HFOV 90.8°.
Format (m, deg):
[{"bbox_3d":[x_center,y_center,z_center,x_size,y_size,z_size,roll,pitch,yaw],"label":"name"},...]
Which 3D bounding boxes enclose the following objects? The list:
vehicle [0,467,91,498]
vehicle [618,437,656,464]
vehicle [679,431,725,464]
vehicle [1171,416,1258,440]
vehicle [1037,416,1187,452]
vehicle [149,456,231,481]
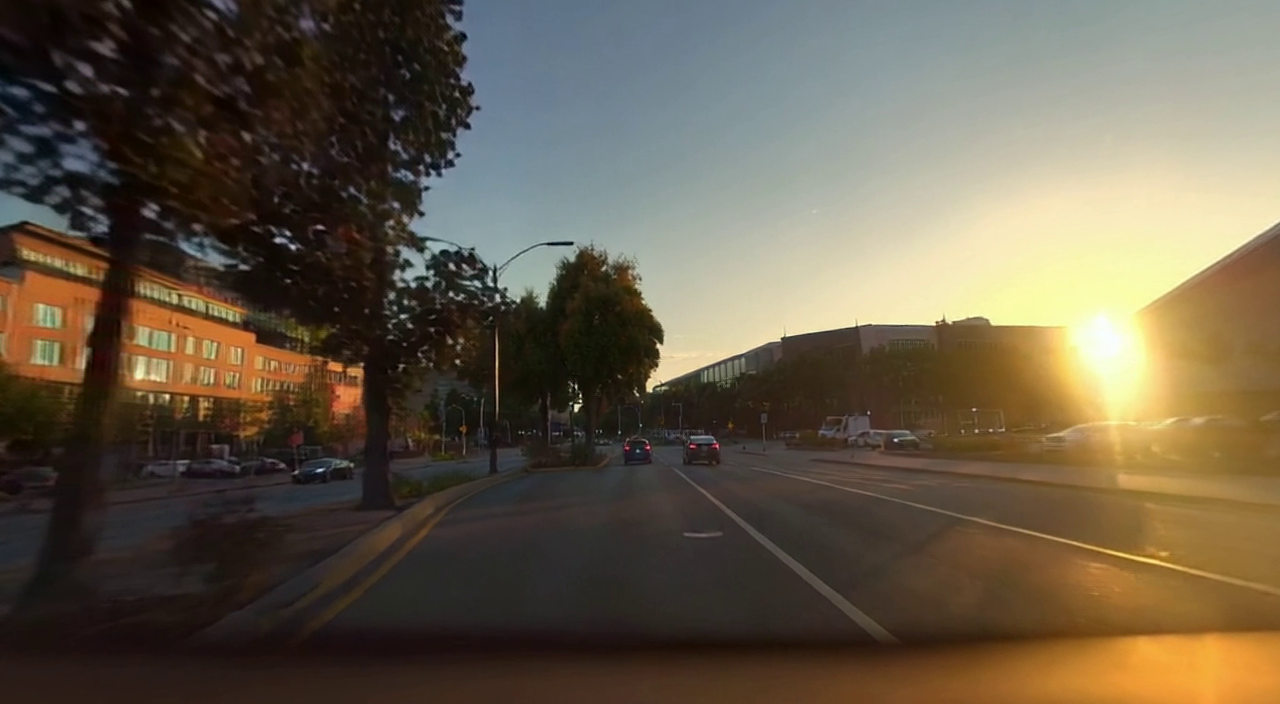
[{"bbox_3d":[-30.014,6.436,31.277,4.040,1.389,1.664,0,-9,-1],"label":"vehicle"},{"bbox_3d":[-0.197,5.736,36.916,2.110,1.476,4.294,0,-8,-1],"label":"vehicle"},{"bbox_3d":[3.329,5.254,34.727,2.100,1.683,4.231,0,-8,0],"label":"vehicle"},{"bbox_3d":[38.880,5.219,42.927,1.881,1.476,4.437,-1,-8,3],"label":"vehicle"},{"bbox_3d":[20.528,3.620,27.630,4.813,1.483,2.129,0,-8,0],"label":"vehicle"},{"bbox_3d":[-29.891,7.744,42.034,4.033,1.531,1.789,0,-9,-3],"label":"vehicle"}]
